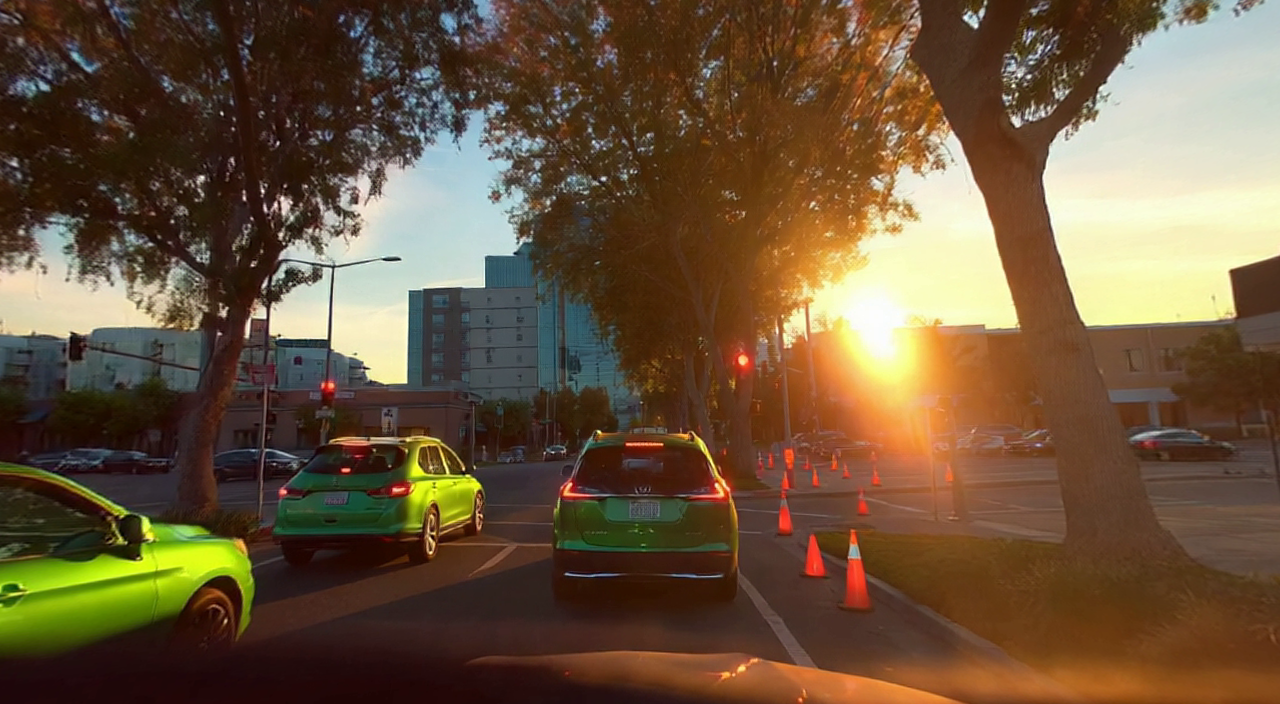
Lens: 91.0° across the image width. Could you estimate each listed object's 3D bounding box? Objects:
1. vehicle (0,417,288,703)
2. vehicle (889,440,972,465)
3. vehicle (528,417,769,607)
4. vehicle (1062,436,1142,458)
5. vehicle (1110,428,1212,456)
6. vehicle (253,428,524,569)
[{"bbox_3d":[-3.589,0.949,2.144,1.964,1.497,4.722,0,-9,1],"label":"vehicle"},{"bbox_3d":[18.690,6.484,40.649,4.463,1.482,1.808,0,-9,4],"label":"vehicle"},{"bbox_3d":[0.114,1.627,7.210,2.021,1.560,3.676,0,-9,1],"label":"vehicle"},{"bbox_3d":[36.640,7.567,49.986,4.791,1.635,1.857,0,-9,1],"label":"vehicle"},{"bbox_3d":[33.573,5.819,40.658,4.805,1.688,1.923,0,-9,0],"label":"vehicle"},{"bbox_3d":[-3.269,1.995,9.445,1.989,1.541,4.626,0,-9,2],"label":"vehicle"}]
